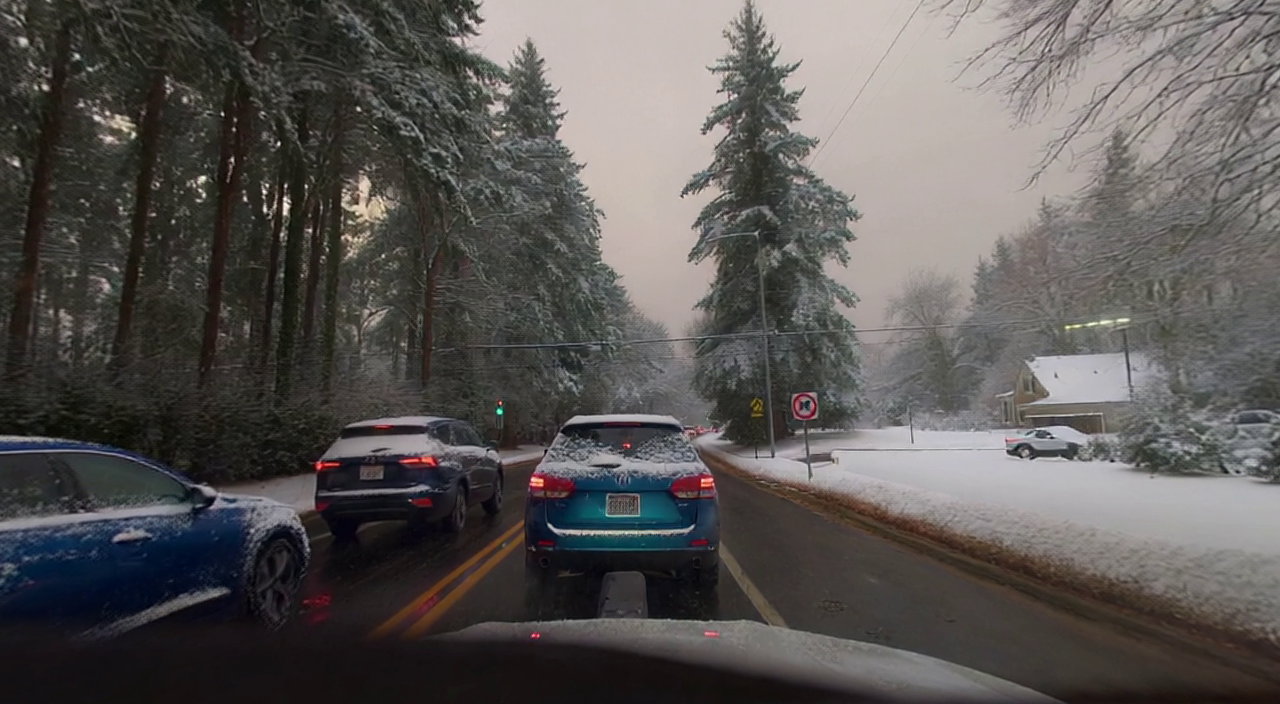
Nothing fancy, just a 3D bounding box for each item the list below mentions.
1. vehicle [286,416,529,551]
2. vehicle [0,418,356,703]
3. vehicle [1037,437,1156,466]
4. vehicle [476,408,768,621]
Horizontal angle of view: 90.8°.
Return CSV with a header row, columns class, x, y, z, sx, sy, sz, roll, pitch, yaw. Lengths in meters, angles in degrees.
class,x,y,z,sx,sy,sz,roll,pitch,yaw
vehicle,-3.462,2.063,10.648,2.188,1.745,4.618,0,-8,2
vehicle,-3.684,1.161,3.637,1.922,1.464,4.424,0,-8,2
vehicle,28.470,6.208,39.476,5.955,1.702,2.166,1,-8,-6
vehicle,-0.039,1.524,6.838,2.229,1.591,3.897,-1,-8,3
